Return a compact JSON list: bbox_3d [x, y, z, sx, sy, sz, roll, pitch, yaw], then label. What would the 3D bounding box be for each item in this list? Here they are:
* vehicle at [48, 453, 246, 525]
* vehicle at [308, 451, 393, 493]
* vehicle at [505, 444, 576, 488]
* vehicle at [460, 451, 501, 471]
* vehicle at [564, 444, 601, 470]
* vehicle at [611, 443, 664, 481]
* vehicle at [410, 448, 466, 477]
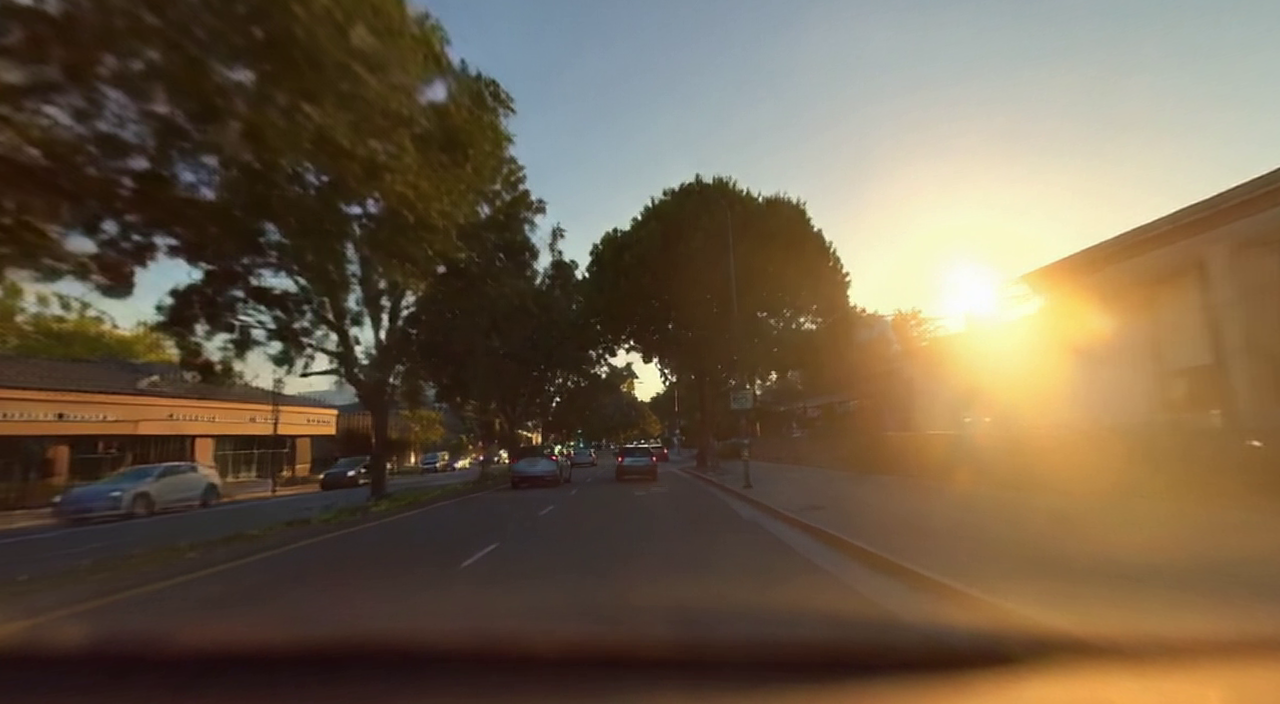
[{"bbox_3d":[-14.452,3.990,18.994,2.050,1.786,4.633,-1,-8,3],"label":"vehicle"},{"bbox_3d":[-13.431,5.539,29.602,1.936,1.656,4.284,-3,-8,1],"label":"vehicle"},{"bbox_3d":[-3.567,4.136,23.312,1.921,1.477,4.083,0,-8,0],"label":"vehicle"},{"bbox_3d":[-12.489,8.559,49.793,1.909,1.462,4.608,-1,-8,2],"label":"vehicle"},{"bbox_3d":[-3.539,6.517,39.508,1.887,1.517,4.254,0,-8,1],"label":"vehicle"},{"bbox_3d":[-0.198,4.653,27.074,2.085,1.475,3.976,0,-8,-2],"label":"vehicle"},{"bbox_3d":[-13.029,7.136,41.087,1.999,1.755,4.518,-1,-8,3],"label":"vehicle"}]
